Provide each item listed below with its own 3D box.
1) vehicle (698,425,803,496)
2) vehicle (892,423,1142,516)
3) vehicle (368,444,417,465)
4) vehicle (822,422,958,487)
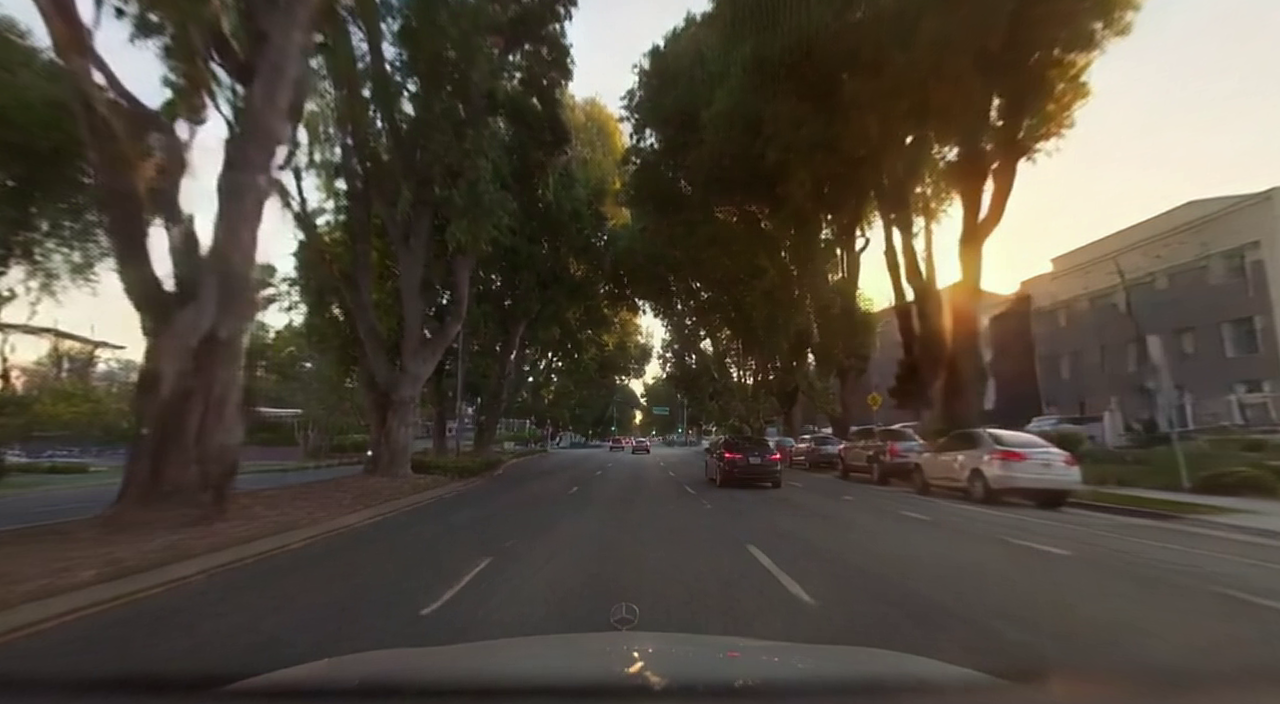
[{"bbox_3d":[2.812,2.883,17.036,2.022,1.656,4.025,0,-8,-1],"label":"vehicle"},{"bbox_3d":[7.484,2.381,13.334,2.068,1.558,5.058,0,-8,-1],"label":"vehicle"},{"bbox_3d":[-18.309,7.559,46.731,1.836,1.454,4.507,0,-8,0],"label":"vehicle"},{"bbox_3d":[7.668,3.219,19.988,2.174,1.788,4.954,0,-8,-1],"label":"vehicle"}]
